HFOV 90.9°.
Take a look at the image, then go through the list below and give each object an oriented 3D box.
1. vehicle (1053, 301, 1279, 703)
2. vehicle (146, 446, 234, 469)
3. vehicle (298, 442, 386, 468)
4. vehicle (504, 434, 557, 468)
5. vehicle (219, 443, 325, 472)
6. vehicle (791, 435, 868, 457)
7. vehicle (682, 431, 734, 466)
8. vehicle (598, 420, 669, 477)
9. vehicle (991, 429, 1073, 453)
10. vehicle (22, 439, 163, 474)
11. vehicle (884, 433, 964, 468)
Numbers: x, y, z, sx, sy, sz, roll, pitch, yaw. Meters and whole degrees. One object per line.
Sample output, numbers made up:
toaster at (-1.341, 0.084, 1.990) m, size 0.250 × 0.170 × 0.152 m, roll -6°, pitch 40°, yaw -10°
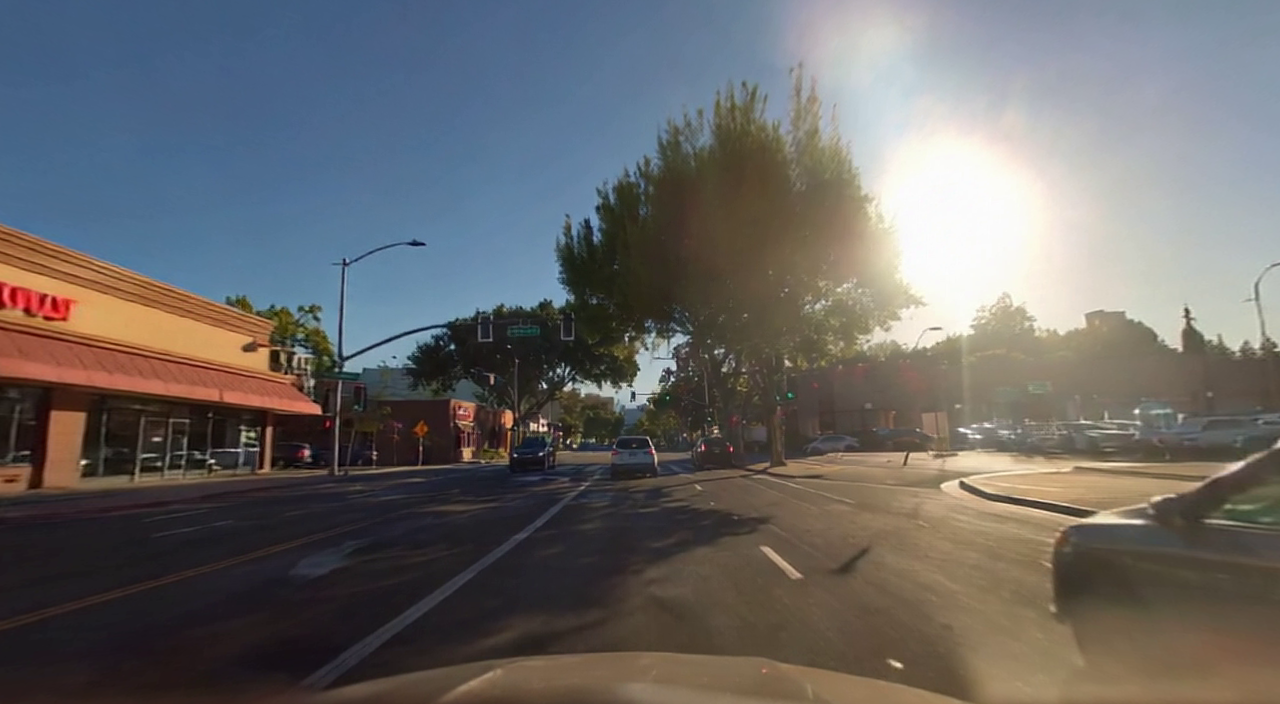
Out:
vehicle at (3.383, 0.525, 0.764) m, size 2.335 × 1.812 × 5.041 m, roll 0°, pitch -8°, yaw 0°
vehicle at (-30.789, 7.215, 43.220) m, size 4.466 × 1.527 × 2.028 m, roll 0°, pitch -8°, yaw 2°
vehicle at (-18.762, 6.500, 39.792) m, size 4.561 × 1.531 × 1.990 m, roll 0°, pitch -8°, yaw 1°
vehicle at (-6.629, 6.054, 38.713) m, size 2.335 × 1.909 × 4.593 m, roll 0°, pitch -8°, yaw 1°
vehicle at (-21.098, 6.046, 36.285) m, size 4.839 × 1.604 × 2.058 m, roll -1°, pitch -8°, yaw 3°
vehicle at (14.265, 7.115, 47.678) m, size 5.218 × 1.558 × 1.963 m, roll 0°, pitch -9°, yaw -1°
vehicle at (3.640, 5.294, 34.591) m, size 2.276 × 1.787 × 4.630 m, roll 0°, pitch -8°, yaw -1°
vehicle at (-0.247, 3.982, 26.127) m, size 2.638 × 2.065 × 5.313 m, roll 0°, pitch -8°, yaw 0°
vehicle at (29.814, 6.776, 48.010) m, size 4.750 × 1.710 × 2.137 m, roll 0°, pitch -8°, yaw -1°
vehicle at (-31.567, 6.026, 36.475) m, size 5.964 × 1.893 × 2.363 m, roll 0°, pitch -8°, yaw 1°
vehicle at (12.778, 4.397, 28.204) m, size 2.002 × 1.427 × 4.436 m, roll -7°, pitch -11°, yaw 40°
